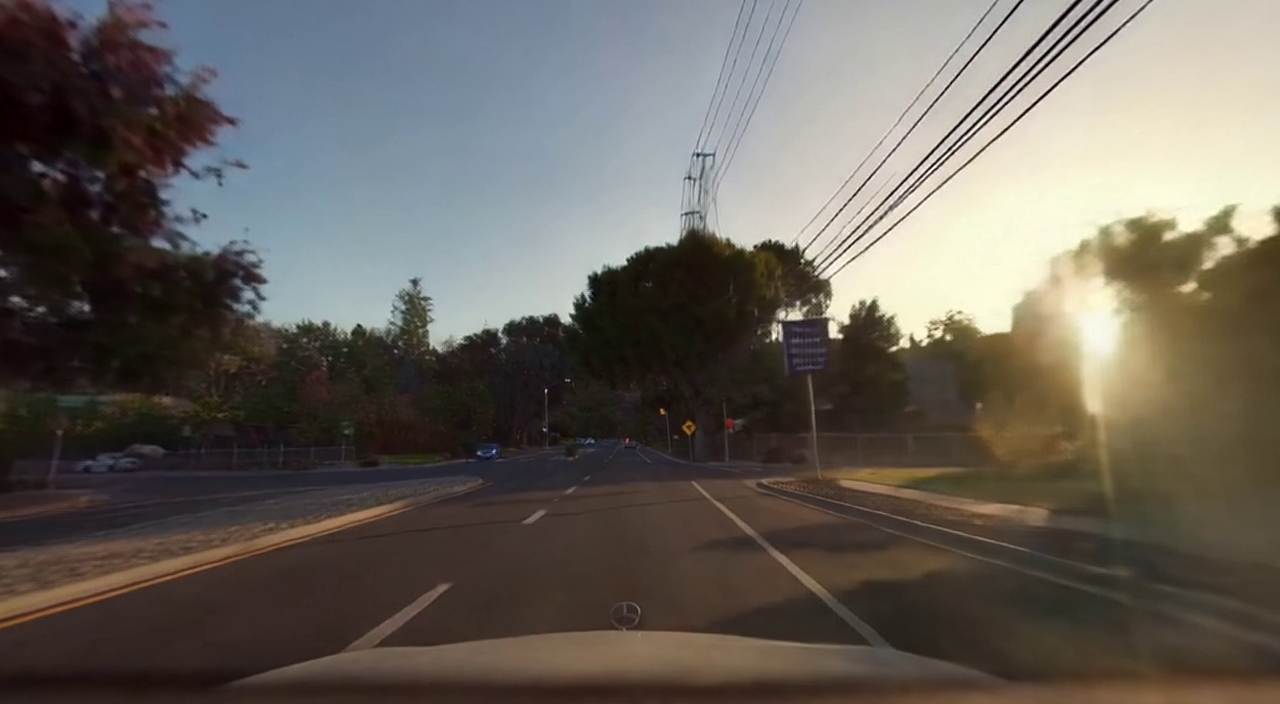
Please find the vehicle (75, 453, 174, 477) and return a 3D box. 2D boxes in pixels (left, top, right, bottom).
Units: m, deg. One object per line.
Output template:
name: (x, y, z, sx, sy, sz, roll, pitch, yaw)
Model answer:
vehicle: (-31.236, 6.821, 38.364, 4.267, 1.381, 1.786, 1, -9, -6)
